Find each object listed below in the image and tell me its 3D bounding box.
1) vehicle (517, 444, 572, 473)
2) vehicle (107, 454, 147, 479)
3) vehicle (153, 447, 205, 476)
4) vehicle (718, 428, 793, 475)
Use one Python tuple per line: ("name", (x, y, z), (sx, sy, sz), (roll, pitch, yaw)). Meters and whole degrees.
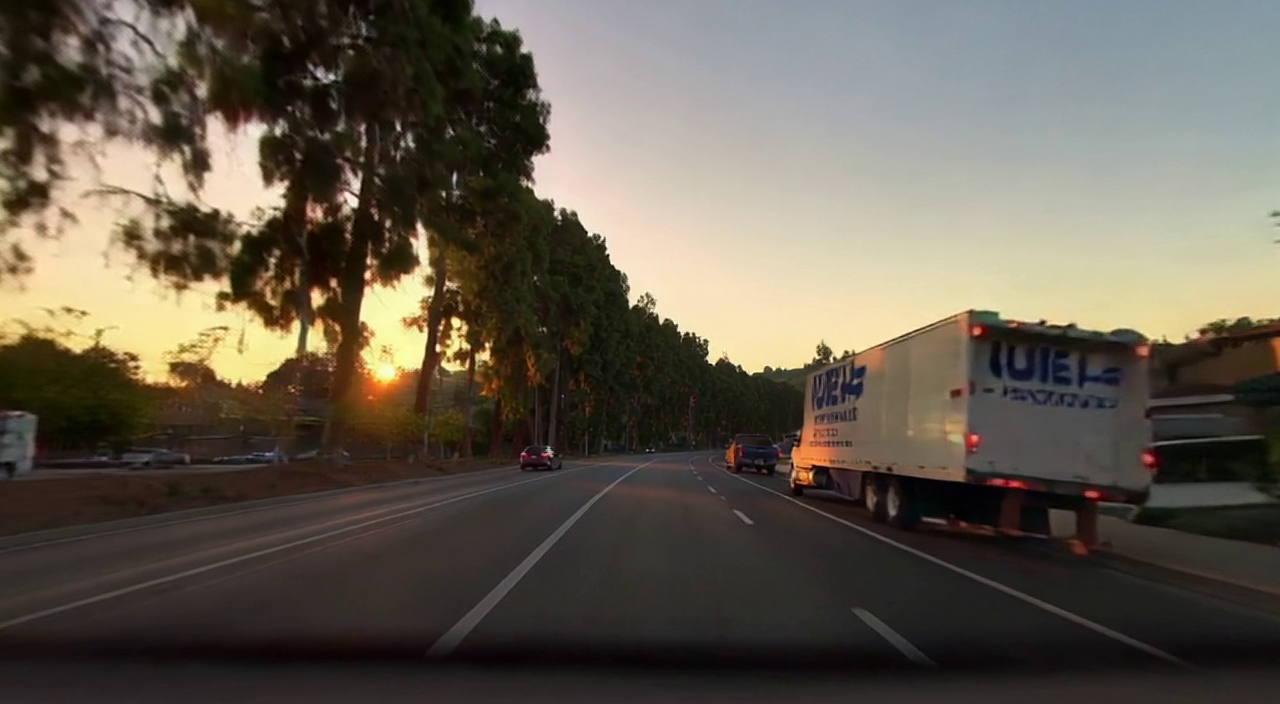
("vehicle", (-5.192, 5.826, 34.914), (2.060, 1.473, 4.645), (0, -8, 3))
("vehicle", (-37.517, 8.315, 46.010), (1.989, 1.587, 4.182), (8, -10, -40))
("vehicle", (-29.865, 7.030, 40.778), (2.118, 1.670, 4.487), (7, -11, -41))
("vehicle", (5.418, 4.811, 30.694), (2.695, 2.013, 6.661), (0, -8, 2))
